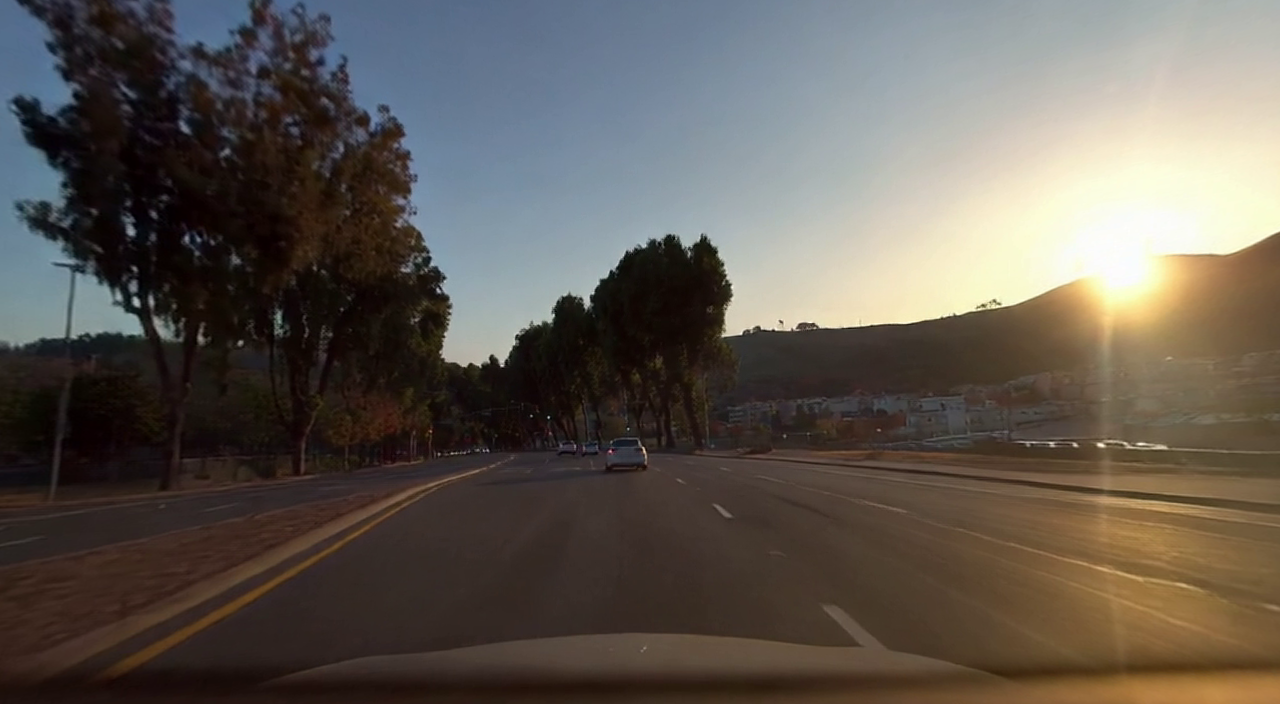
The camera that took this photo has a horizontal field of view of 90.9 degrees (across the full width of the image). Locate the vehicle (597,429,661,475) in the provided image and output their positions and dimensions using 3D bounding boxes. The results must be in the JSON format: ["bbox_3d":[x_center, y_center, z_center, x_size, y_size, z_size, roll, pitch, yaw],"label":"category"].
[{"bbox_3d":[-0.560,4.217,26.725,2.253,1.756,4.313,1,-8,-7],"label":"vehicle"}]
